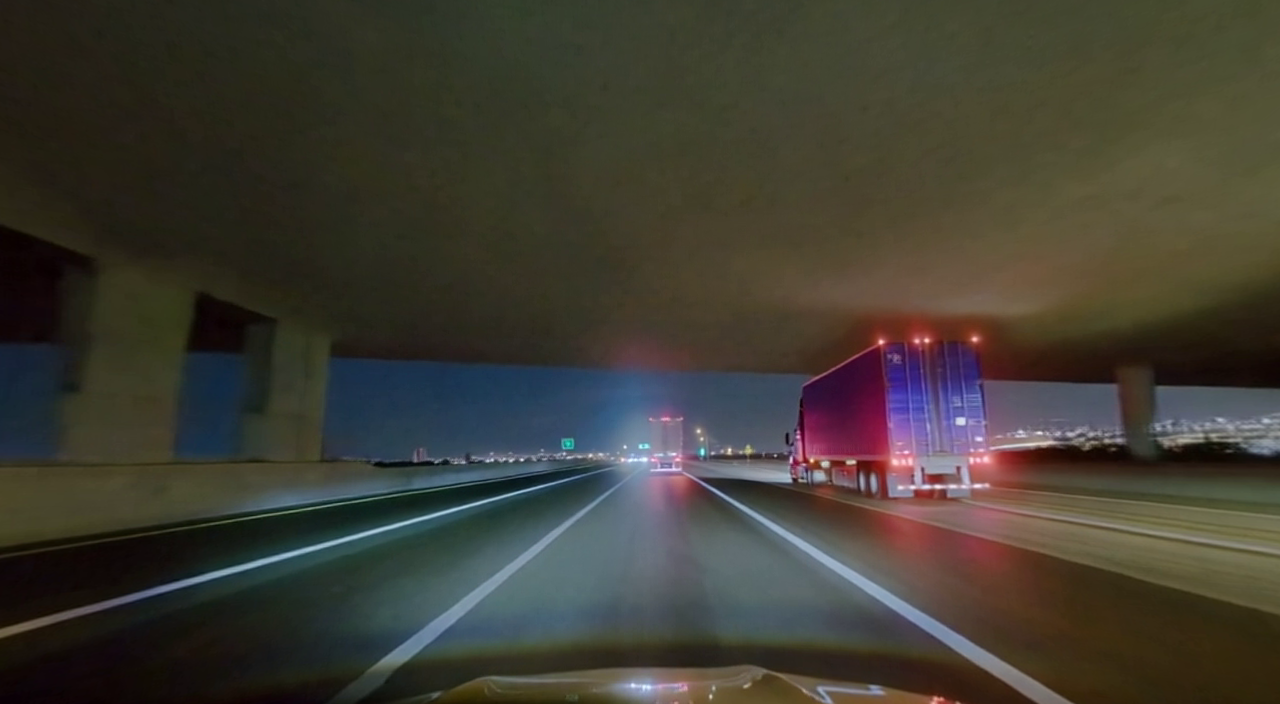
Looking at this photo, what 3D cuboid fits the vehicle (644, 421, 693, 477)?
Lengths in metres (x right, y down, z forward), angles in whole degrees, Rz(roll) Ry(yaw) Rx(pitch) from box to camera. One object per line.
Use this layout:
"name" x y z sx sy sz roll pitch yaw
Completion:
"vehicle" 2.230 7.581 49.051 3.244 3.713 12.155 -1 -9 3
